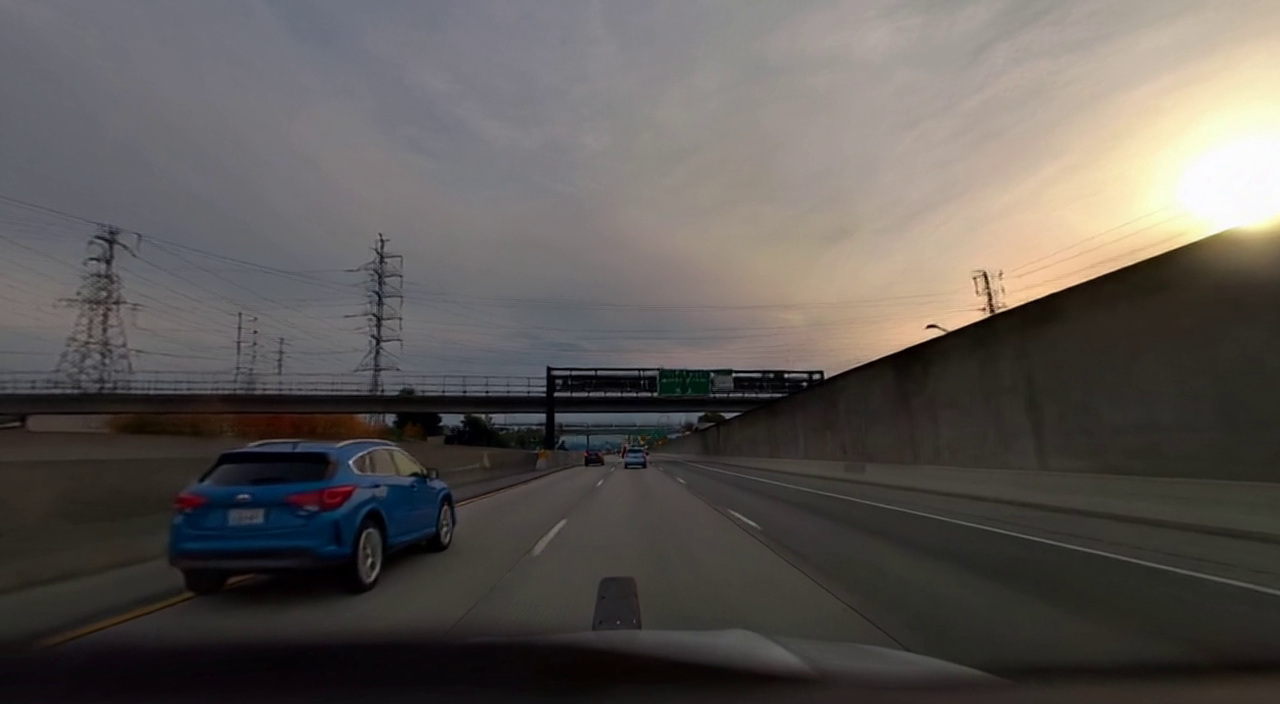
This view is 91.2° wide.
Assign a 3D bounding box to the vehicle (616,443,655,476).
[{"bbox_3d":[-0.252,5.765,33.722,2.004,1.615,4.113,0,-9,-1],"label":"vehicle"}]

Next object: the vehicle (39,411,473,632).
[{"bbox_3d":[-3.272,1.514,6.518,1.987,1.548,3.981,0,-9,-1],"label":"vehicle"}]
